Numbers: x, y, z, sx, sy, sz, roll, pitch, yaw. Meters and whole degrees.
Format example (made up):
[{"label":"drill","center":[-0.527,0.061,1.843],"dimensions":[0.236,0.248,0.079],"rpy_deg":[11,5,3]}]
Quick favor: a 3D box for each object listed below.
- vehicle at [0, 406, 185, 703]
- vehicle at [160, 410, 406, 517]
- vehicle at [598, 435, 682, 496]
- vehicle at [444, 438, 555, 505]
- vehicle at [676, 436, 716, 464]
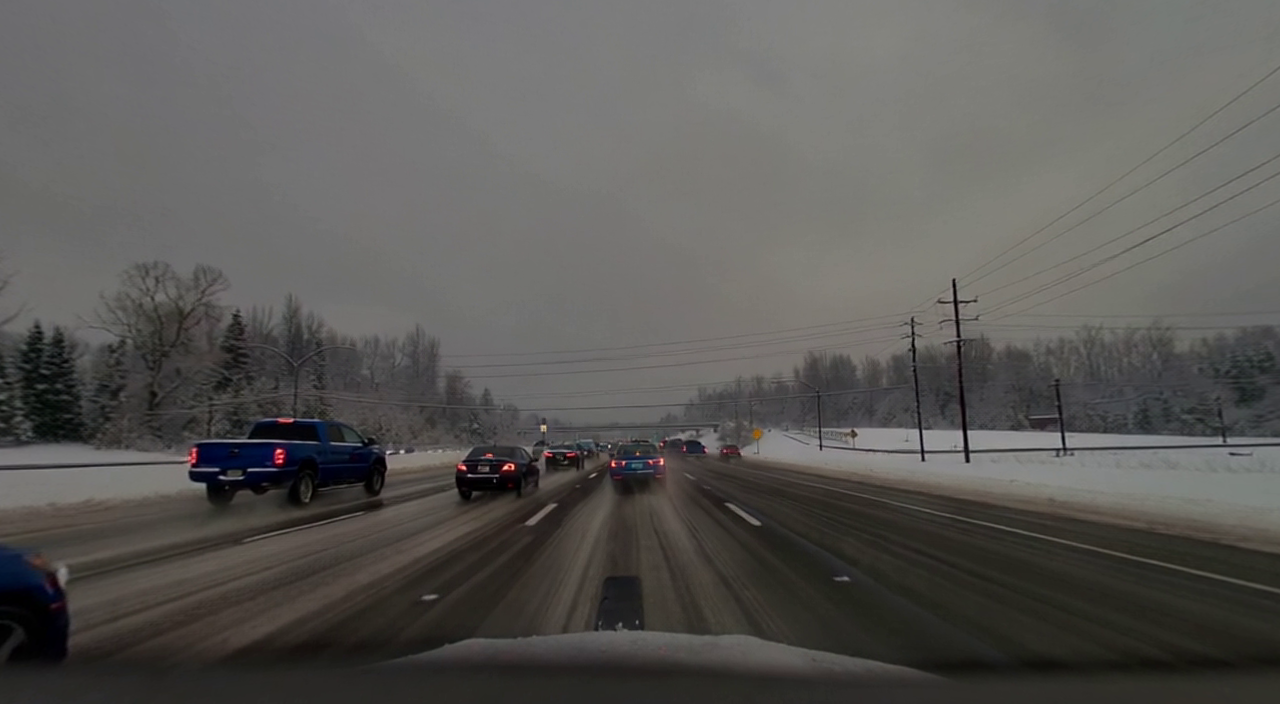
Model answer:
[{"label":"vehicle","center":[-3.611,0.775,1.214],"dimensions":[1.955,1.481,4.604],"rpy_deg":[-1,-8,1]},{"label":"vehicle","center":[-7.530,2.435,14.325],"dimensions":[2.194,1.922,5.637],"rpy_deg":[0,-8,1]},{"label":"vehicle","center":[-0.019,3.178,18.105],"dimensions":[2.102,1.499,4.439],"rpy_deg":[0,-8,-1]},{"label":"vehicle","center":[-3.386,2.944,16.051],"dimensions":[1.899,1.437,4.131],"rpy_deg":[0,-8,0]},{"label":"vehicle","center":[3.775,6.703,43.273],"dimensions":[2.113,1.800,5.376],"rpy_deg":[0,-8,-1]}]
